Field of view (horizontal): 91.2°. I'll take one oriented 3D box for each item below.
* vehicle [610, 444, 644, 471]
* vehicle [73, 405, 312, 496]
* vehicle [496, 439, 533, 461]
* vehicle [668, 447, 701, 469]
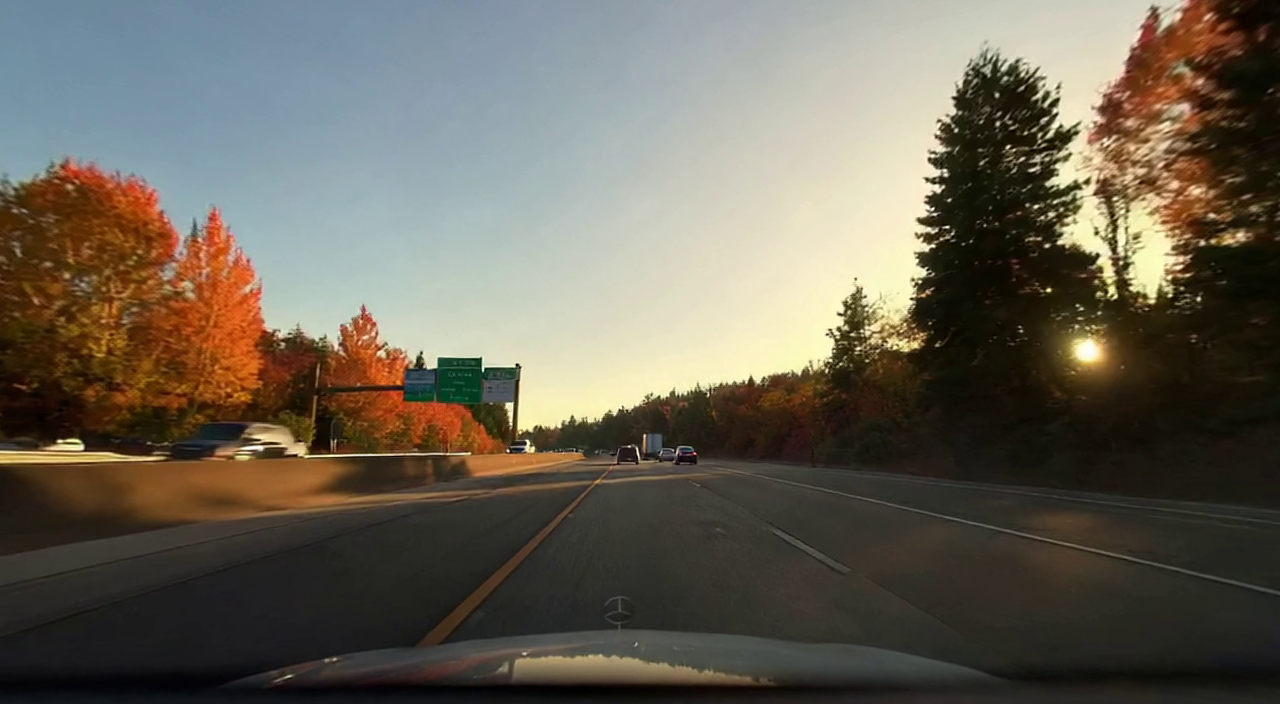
[{"bbox_3d":[-0.860,7.017,41.948,2.151,1.693,4.201,0,-9,-1],"label":"vehicle"},{"bbox_3d":[-8.948,2.041,13.102,1.894,1.557,4.204,0,-9,-1],"label":"vehicle"},{"bbox_3d":[-9.459,7.435,47.500,1.922,1.561,4.160,0,-9,-1],"label":"vehicle"},{"bbox_3d":[3.217,7.730,45.935,1.968,1.513,3.911,0,-9,-2],"label":"vehicle"}]
